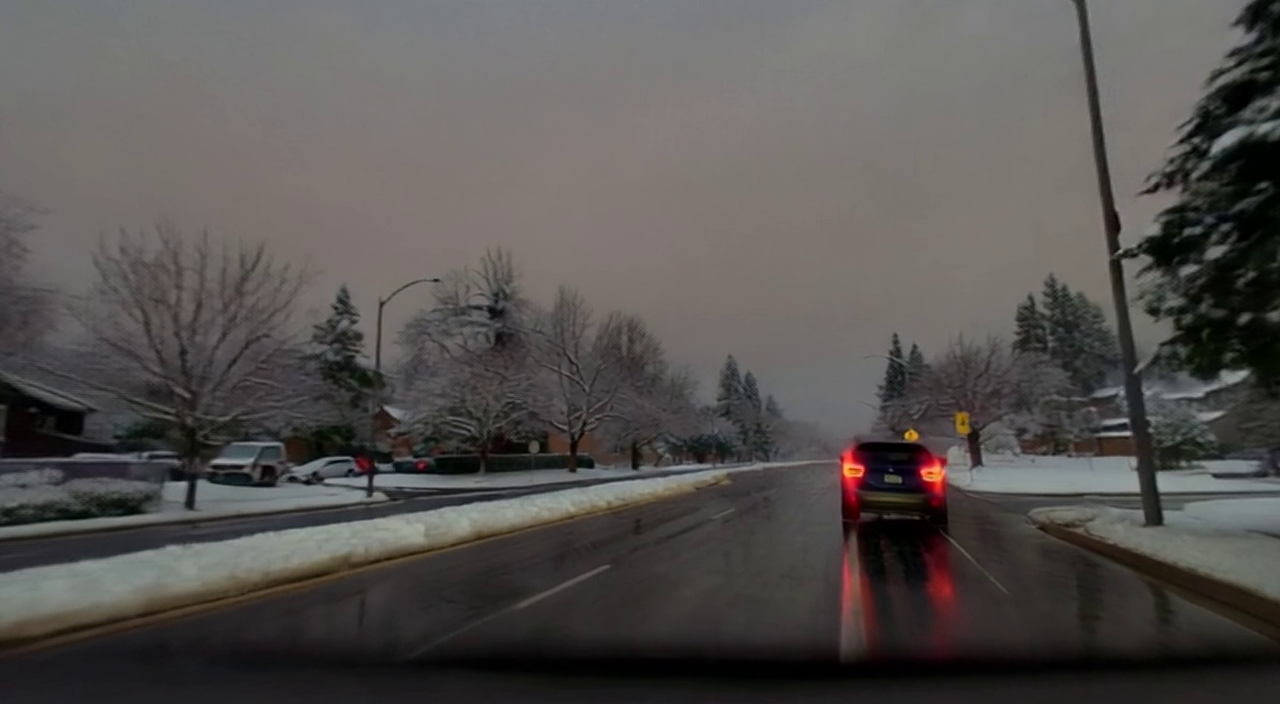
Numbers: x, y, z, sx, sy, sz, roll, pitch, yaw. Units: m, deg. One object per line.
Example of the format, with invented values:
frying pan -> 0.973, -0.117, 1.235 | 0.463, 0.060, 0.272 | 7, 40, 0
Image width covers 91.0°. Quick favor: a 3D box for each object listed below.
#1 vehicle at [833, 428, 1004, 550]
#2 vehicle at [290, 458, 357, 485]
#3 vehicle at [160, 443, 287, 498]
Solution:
vehicle -> 5.289, 2.359, 11.589 | 2.018, 1.733, 4.546 | -6, -10, 33
vehicle -> -23.806, 8.980, 47.533 | 1.918, 1.796, 4.703 | -2, -9, 12
vehicle -> -22.049, 6.276, 33.720 | 2.329, 2.631, 5.560 | -3, -9, 10
